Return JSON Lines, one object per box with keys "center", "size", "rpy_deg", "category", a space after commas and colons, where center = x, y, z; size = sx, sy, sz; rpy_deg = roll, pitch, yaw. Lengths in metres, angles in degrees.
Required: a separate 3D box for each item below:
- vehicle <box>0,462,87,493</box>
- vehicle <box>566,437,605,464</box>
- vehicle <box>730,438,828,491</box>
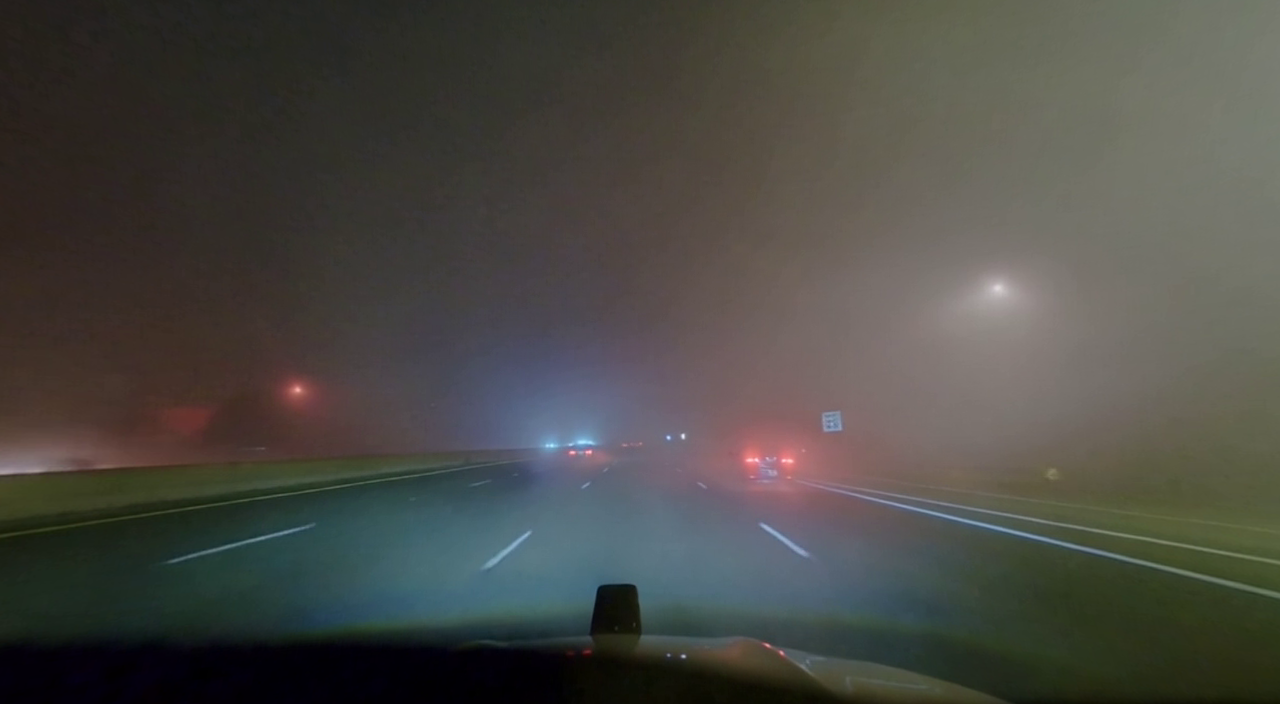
{"center": [-36.360, 7.502, 38.032], "size": [1.945, 1.591, 4.590], "rpy_deg": [0, -8, 0], "category": "vehicle"}
{"center": [-3.405, 6.307, 40.526], "size": [2.048, 1.618, 4.424], "rpy_deg": [0, -9, 1], "category": "vehicle"}
{"center": [4.250, 3.515, 20.129], "size": [2.060, 1.485, 4.274], "rpy_deg": [0, -9, -1], "category": "vehicle"}
